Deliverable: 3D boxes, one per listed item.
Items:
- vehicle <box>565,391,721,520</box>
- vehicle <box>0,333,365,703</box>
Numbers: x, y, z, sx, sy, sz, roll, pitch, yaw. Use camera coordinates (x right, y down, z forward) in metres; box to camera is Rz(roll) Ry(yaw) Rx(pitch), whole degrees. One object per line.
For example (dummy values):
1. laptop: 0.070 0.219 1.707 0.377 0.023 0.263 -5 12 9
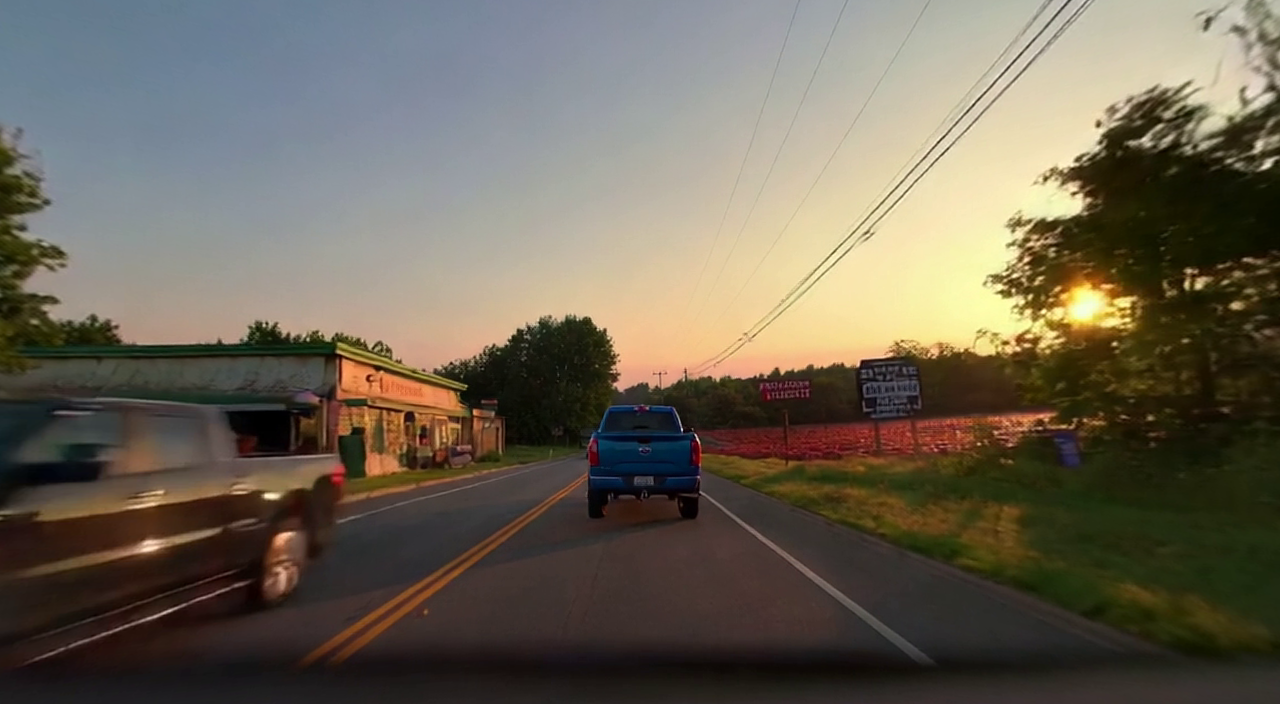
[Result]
1. vehicle: -0.037 2.220 13.974 2.693 2.223 5.885 0 -8 -2
2. vehicle: -3.933 1.063 4.179 2.180 1.801 4.679 -2 -8 -1
